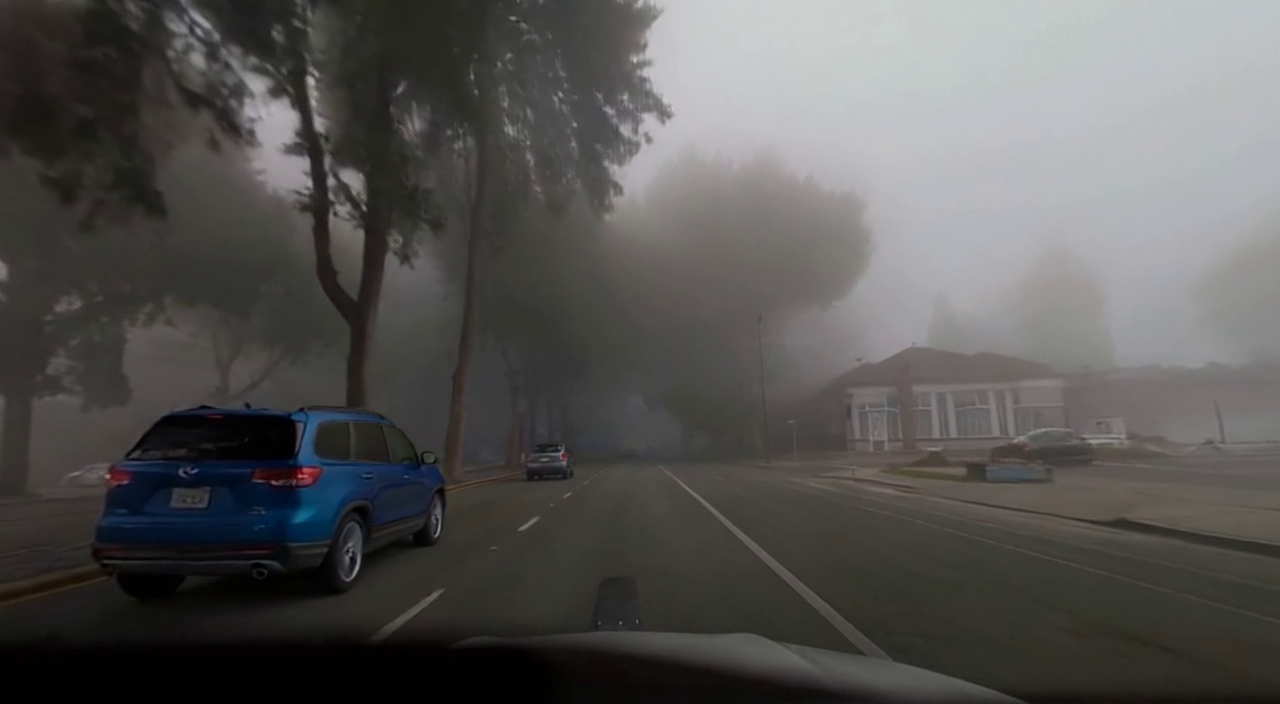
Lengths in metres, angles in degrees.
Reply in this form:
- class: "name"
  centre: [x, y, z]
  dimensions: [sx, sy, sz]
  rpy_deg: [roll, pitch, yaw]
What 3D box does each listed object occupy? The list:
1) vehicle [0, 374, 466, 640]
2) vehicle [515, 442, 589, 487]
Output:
- class: "vehicle"
  centre: [-3.451, 1.393, 6.625]
  dimensions: [2.042, 1.817, 4.364]
  rpy_deg: [0, -9, -1]
- class: "vehicle"
  centre: [-3.131, 4.092, 23.415]
  dimensions: [2.069, 1.470, 4.601]
  rpy_deg: [-1, -9, 0]
